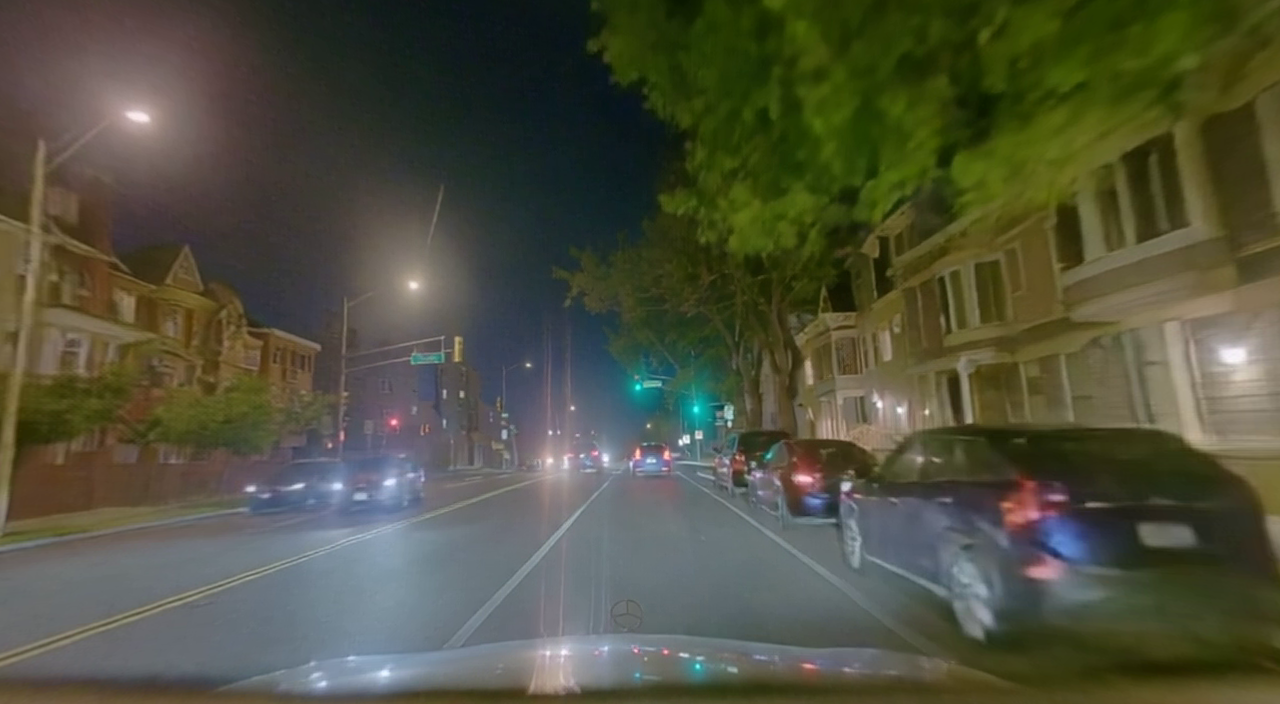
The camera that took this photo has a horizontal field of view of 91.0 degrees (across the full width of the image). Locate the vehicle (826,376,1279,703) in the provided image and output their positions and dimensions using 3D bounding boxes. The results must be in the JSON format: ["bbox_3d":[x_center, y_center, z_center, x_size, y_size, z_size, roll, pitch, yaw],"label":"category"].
[{"bbox_3d":[3.059,1.195,4.834,1.905,1.589,4.028,0,-8,-2],"label":"vehicle"}]

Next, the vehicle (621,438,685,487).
[{"bbox_3d":[0.378,3.758,21.726,1.998,1.518,4.015,0,-8,-1],"label":"vehicle"}]

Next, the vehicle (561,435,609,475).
[{"bbox_3d":[-2.625,5.071,31.137,1.983,1.841,4.013,0,-8,0],"label":"vehicle"}]

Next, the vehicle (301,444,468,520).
[{"bbox_3d":[-5.865,3.003,15.218,2.055,1.521,4.639,0,-8,1],"label":"vehicle"}]
